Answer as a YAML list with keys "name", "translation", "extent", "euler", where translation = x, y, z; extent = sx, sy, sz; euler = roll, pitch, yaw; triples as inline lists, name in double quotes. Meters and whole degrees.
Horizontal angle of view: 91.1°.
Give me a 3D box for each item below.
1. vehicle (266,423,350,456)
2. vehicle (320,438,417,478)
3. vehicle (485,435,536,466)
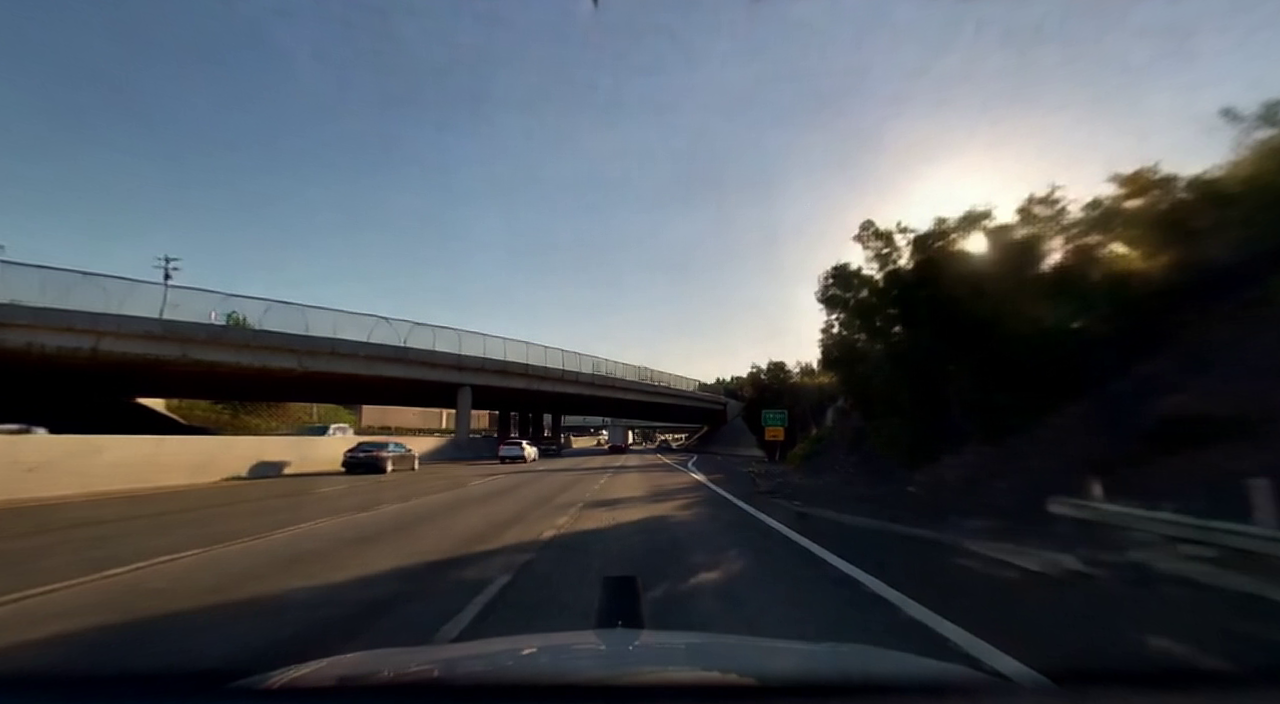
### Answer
- name: "vehicle"
  translation: [-19.456, 5.170, 37.198]
  extent: [2.112, 1.834, 5.120]
  euler: [0, -8, 1]
- name: "vehicle"
  translation: [-10.627, 4.152, 24.958]
  extent: [1.976, 1.413, 4.088]
  euler: [0, -8, 0]
- name: "vehicle"
  translation: [-7.156, 5.458, 35.174]
  extent: [1.979, 1.646, 4.096]
  euler: [0, -8, 0]
